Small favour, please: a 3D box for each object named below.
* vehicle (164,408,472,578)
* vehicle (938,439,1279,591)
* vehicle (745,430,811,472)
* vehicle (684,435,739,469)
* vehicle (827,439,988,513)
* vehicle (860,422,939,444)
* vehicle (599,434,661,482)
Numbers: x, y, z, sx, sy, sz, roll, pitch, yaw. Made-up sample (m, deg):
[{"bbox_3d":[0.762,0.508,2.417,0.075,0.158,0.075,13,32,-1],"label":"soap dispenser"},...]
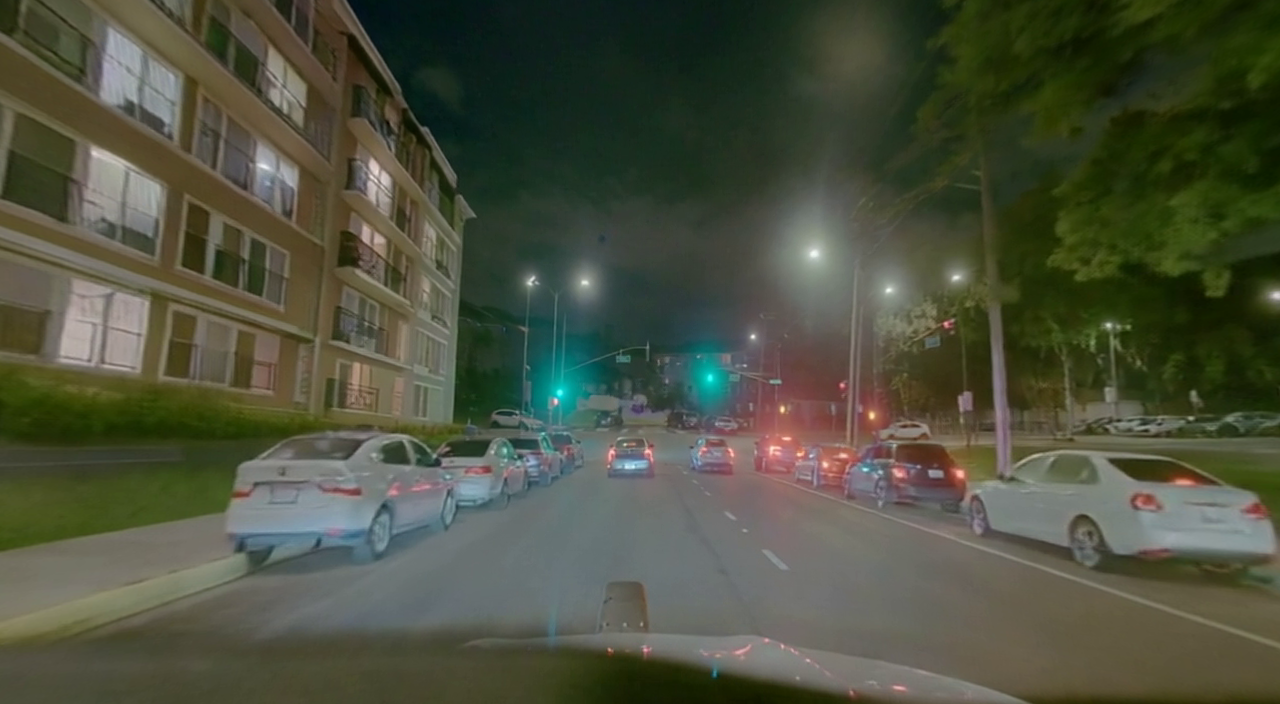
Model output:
[{"bbox_3d":[-3.694,1.670,8.171,1.831,1.650,3.852,0,-9,2],"label":"vehicle"},{"bbox_3d":[6.193,1.996,8.692,1.980,1.518,4.526,0,-9,0],"label":"vehicle"},{"bbox_3d":[6.176,4.525,28.822,1.999,1.752,4.502,0,-9,0],"label":"vehicle"},{"bbox_3d":[3.249,4.677,29.596,2.055,1.450,4.676,0,-9,0],"label":"vehicle"},{"bbox_3d":[6.119,2.863,15.103,1.938,1.487,4.371,0,-9,0],"label":"vehicle"},{"bbox_3d":[18.395,5.778,44.848,4.738,1.537,1.960,0,-9,3],"label":"vehicle"},{"bbox_3d":[-0.296,3.605,21.674,1.923,1.460,3.923,0,-9,0],"label":"vehicle"}]
